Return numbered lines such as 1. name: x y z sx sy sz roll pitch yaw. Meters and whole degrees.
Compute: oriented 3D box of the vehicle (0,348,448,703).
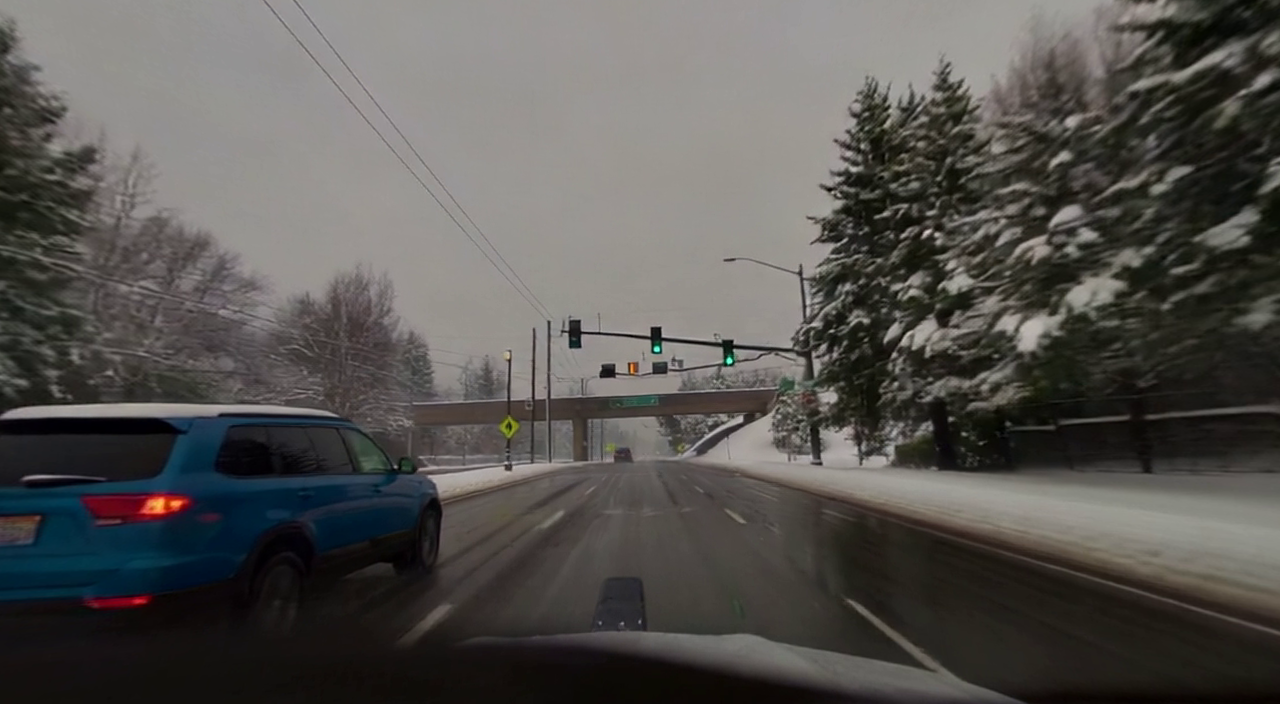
1. vehicle: -3.115 1.152 4.806 1.882 1.704 4.335 0 -9 0
